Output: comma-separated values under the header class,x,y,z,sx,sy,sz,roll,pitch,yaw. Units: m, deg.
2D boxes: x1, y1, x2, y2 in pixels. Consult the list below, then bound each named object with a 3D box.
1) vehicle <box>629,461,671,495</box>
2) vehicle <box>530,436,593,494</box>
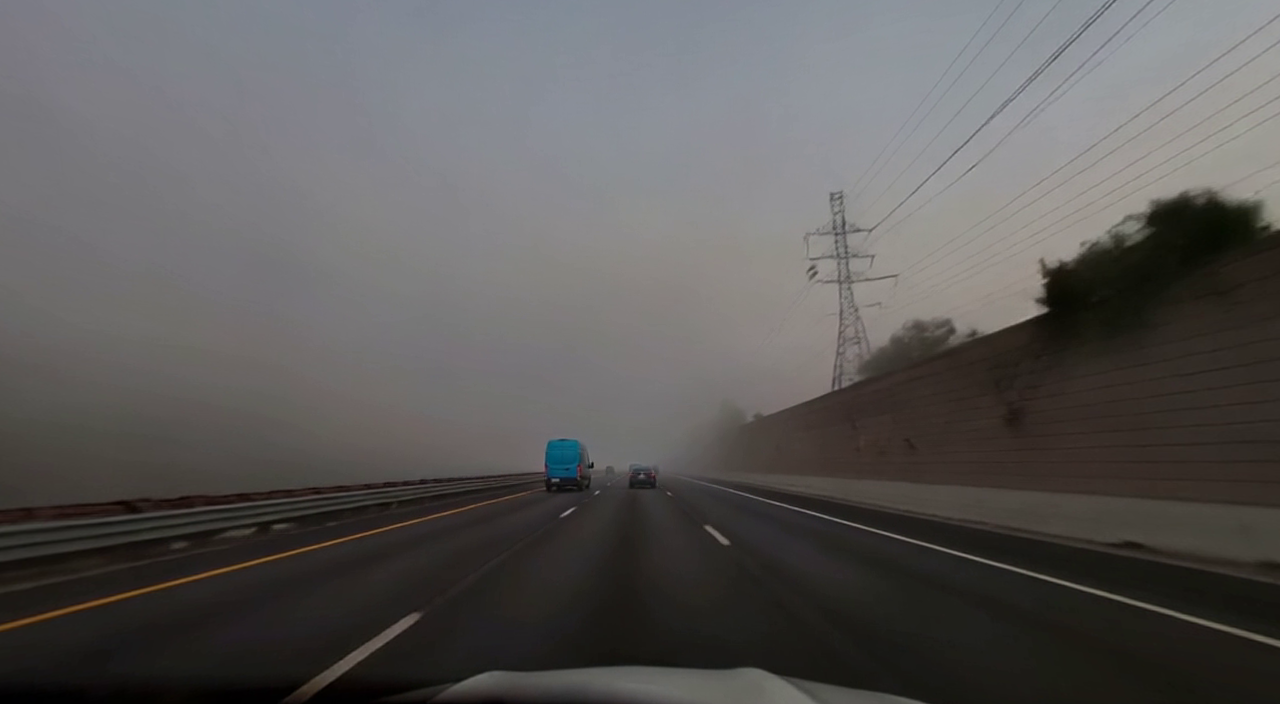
class,x,y,z,sx,sy,sz,roll,pitch,yaw
vehicle,0.460,6.356,31.831,2.006,1.554,3.863,1,-10,0
vehicle,-3.878,5.871,32.571,2.394,2.609,6.875,1,-11,0
